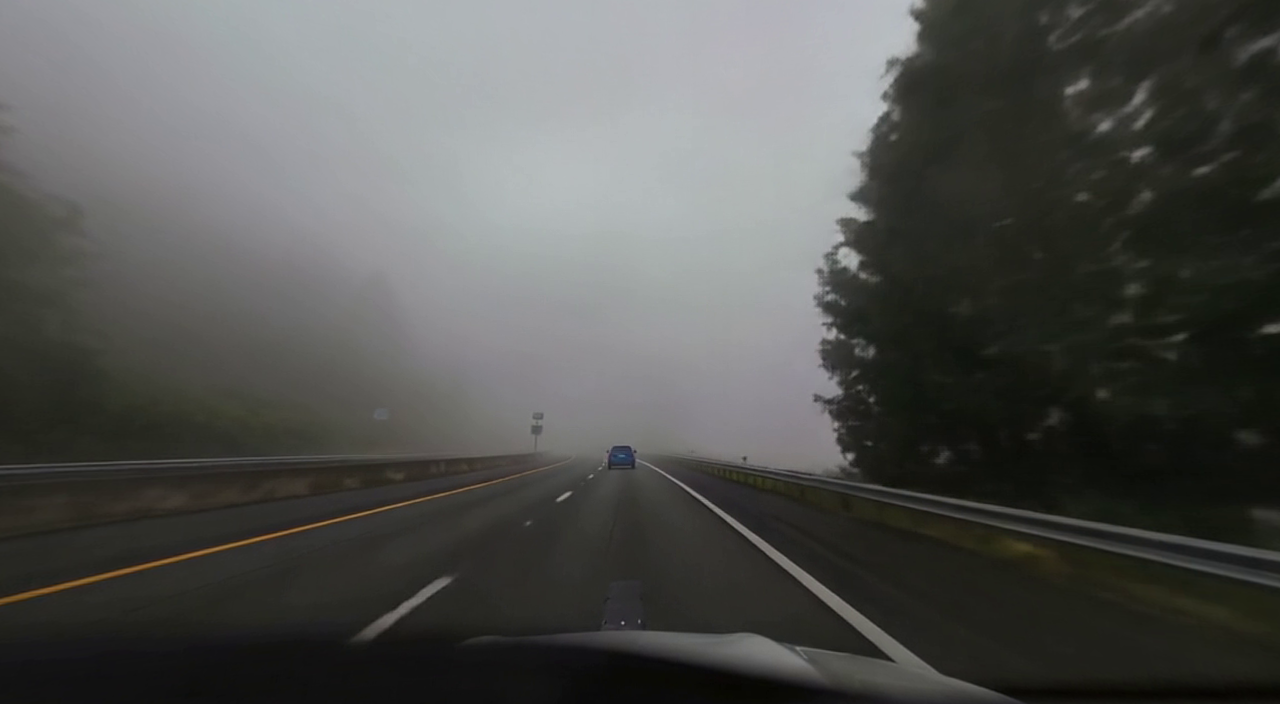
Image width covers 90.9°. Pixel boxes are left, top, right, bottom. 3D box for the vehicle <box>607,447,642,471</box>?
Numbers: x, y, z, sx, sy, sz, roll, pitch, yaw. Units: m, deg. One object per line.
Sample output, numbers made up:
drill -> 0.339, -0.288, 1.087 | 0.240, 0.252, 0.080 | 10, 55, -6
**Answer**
vehicle -> -0.997, 6.853, 40.514 | 2.126, 1.411, 4.433 | 0, -9, -1
